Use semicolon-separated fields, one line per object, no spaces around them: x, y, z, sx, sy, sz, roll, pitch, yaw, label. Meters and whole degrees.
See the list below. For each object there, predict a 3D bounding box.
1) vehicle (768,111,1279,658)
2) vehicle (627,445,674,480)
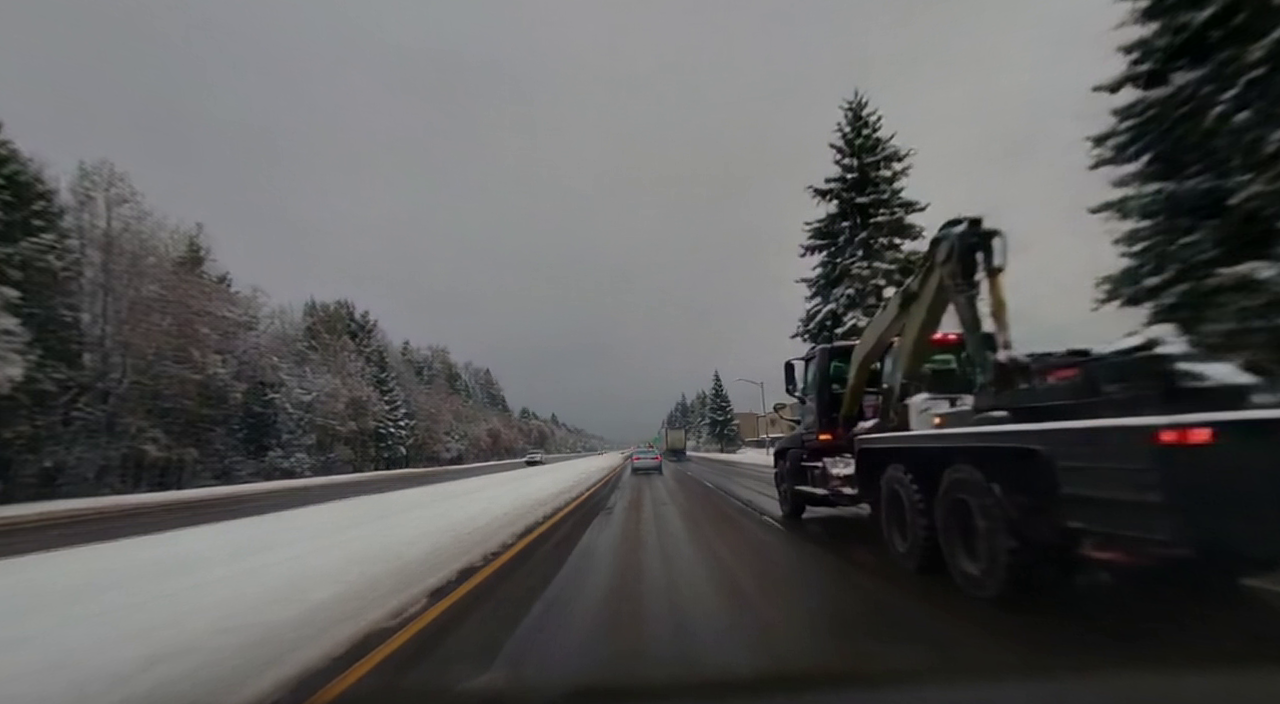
4.095;0.710;8.107;3.089;3.568;8.101;0;-9;0;vehicle
0.468;5.203;29.890;2.045;1.527;4.023;0;-9;0;vehicle
